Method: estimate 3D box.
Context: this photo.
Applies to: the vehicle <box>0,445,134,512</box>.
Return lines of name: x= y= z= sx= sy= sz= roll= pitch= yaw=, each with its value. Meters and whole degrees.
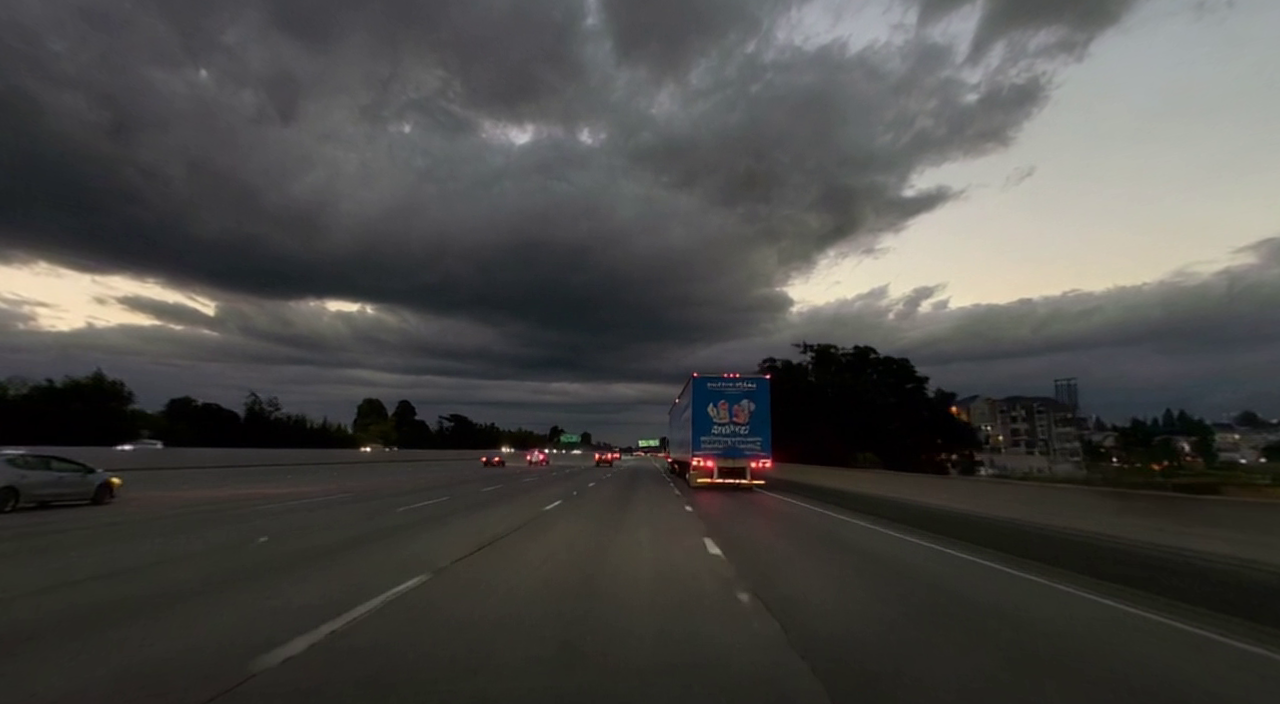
vehicle: x=-15.192 y=2.999 z=15.225 sx=1.982 sy=1.471 sz=4.747 roll=0 pitch=-9 yaw=1

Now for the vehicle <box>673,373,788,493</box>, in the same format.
vehicle: x=3.482 y=3.935 z=29.414 sx=3.140 sy=4.100 sz=15.551 roll=0 pitch=-9 yaw=0
